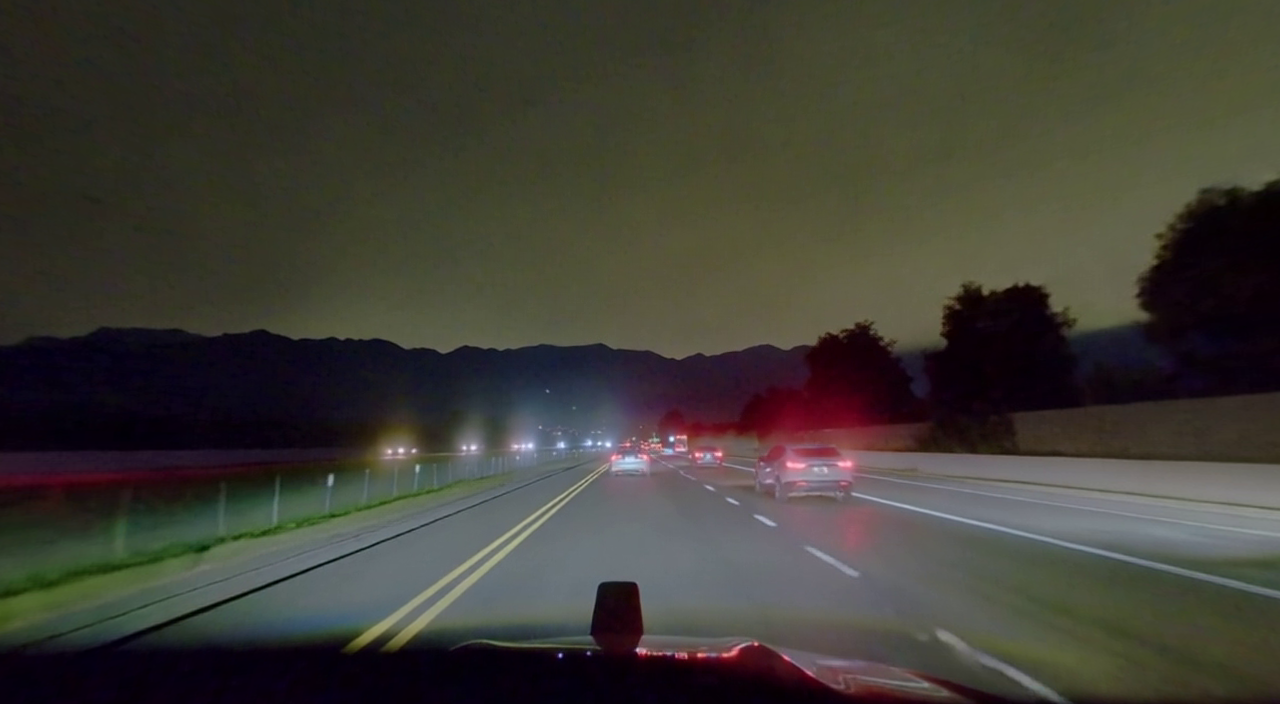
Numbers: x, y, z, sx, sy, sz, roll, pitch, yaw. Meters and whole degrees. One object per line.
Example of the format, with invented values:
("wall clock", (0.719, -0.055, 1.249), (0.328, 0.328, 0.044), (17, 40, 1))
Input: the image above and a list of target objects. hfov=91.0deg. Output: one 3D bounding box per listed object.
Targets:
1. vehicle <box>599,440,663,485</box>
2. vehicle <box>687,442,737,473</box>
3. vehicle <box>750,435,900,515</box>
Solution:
("vehicle", (-0.333, 3.912, 22.549), (2.085, 1.449, 3.860), (0, -9, -1))
("vehicle", (3.623, 5.389, 32.403), (1.957, 1.447, 4.241), (0, -9, -1))
("vehicle", (3.846, 2.627, 13.974), (1.949, 1.493, 4.272), (0, -9, -1))
